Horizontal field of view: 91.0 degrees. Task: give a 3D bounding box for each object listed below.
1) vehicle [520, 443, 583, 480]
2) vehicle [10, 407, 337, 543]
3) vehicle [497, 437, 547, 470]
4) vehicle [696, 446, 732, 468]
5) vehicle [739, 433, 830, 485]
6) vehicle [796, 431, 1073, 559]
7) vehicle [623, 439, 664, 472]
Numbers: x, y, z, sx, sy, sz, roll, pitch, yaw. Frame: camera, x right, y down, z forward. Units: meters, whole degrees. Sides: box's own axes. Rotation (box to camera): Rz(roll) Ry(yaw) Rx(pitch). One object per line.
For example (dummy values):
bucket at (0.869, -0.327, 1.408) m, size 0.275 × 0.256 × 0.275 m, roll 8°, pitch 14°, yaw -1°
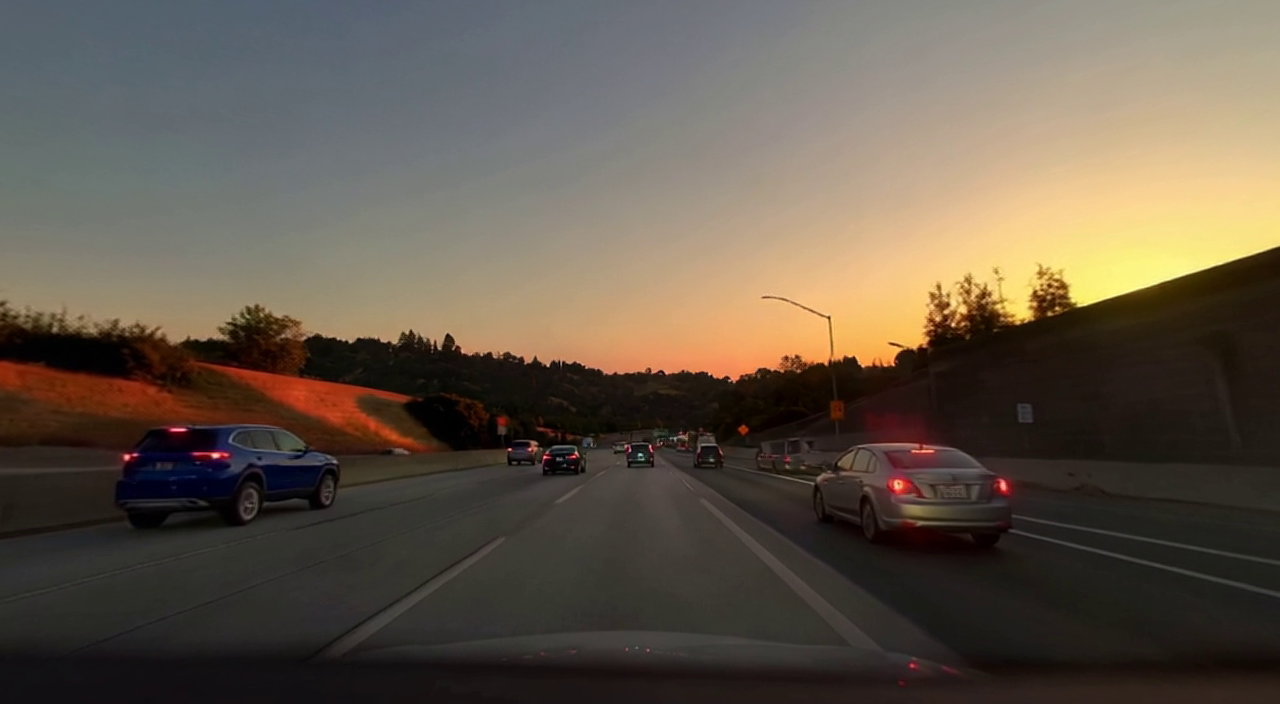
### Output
vehicle at (-3.800, 4.803, 27.829) m, size 2.071 × 1.478 × 4.130 m, roll 0°, pitch -9°, yaw 1°
vehicle at (-7.498, 2.035, 10.951) m, size 2.142 × 1.849 × 4.566 m, roll 0°, pitch -9°, yaw 0°
vehicle at (-6.899, 6.029, 37.373) m, size 2.111 × 1.811 × 4.391 m, roll 0°, pitch -9°, yaw 0°
vehicle at (5.130, 7.298, 44.031) m, size 1.944 × 1.465 × 4.245 m, roll 0°, pitch -9°, yaw 0°
vehicle at (5.195, 3.930, 23.333) m, size 2.335 × 1.759 × 4.297 m, roll 0°, pitch -9°, yaw 0°
vehicle at (4.081, 2.061, 9.820) m, size 2.141 × 1.507 × 4.510 m, roll 0°, pitch -9°, yaw 0°
vehicle at (0.181, 5.751, 35.233) m, size 2.158 × 1.706 × 4.219 m, roll 0°, pitch -9°, yaw 0°
